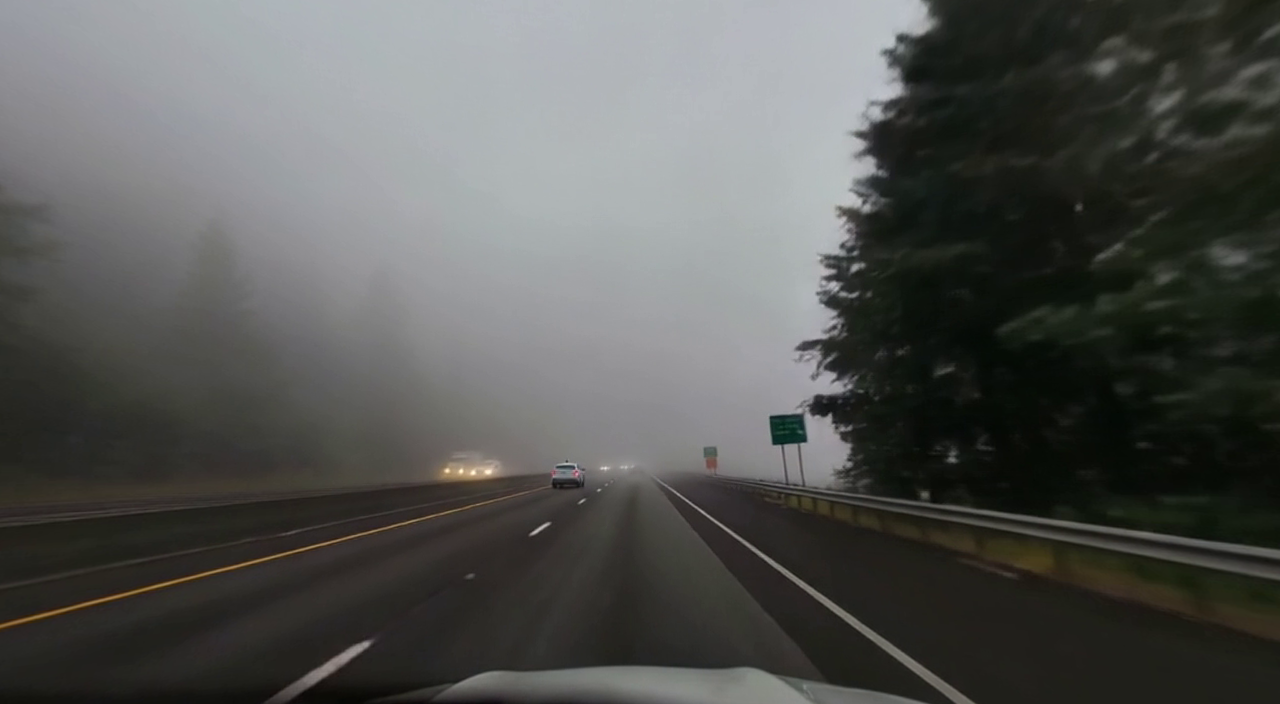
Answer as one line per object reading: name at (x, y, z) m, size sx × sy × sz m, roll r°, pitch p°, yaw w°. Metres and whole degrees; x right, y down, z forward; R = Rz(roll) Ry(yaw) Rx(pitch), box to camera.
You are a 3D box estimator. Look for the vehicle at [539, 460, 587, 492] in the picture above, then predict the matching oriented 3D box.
vehicle at (-4.238, 6.890, 35.160) m, size 2.180 × 1.618 × 4.219 m, roll 1°, pitch -10°, yaw -1°
